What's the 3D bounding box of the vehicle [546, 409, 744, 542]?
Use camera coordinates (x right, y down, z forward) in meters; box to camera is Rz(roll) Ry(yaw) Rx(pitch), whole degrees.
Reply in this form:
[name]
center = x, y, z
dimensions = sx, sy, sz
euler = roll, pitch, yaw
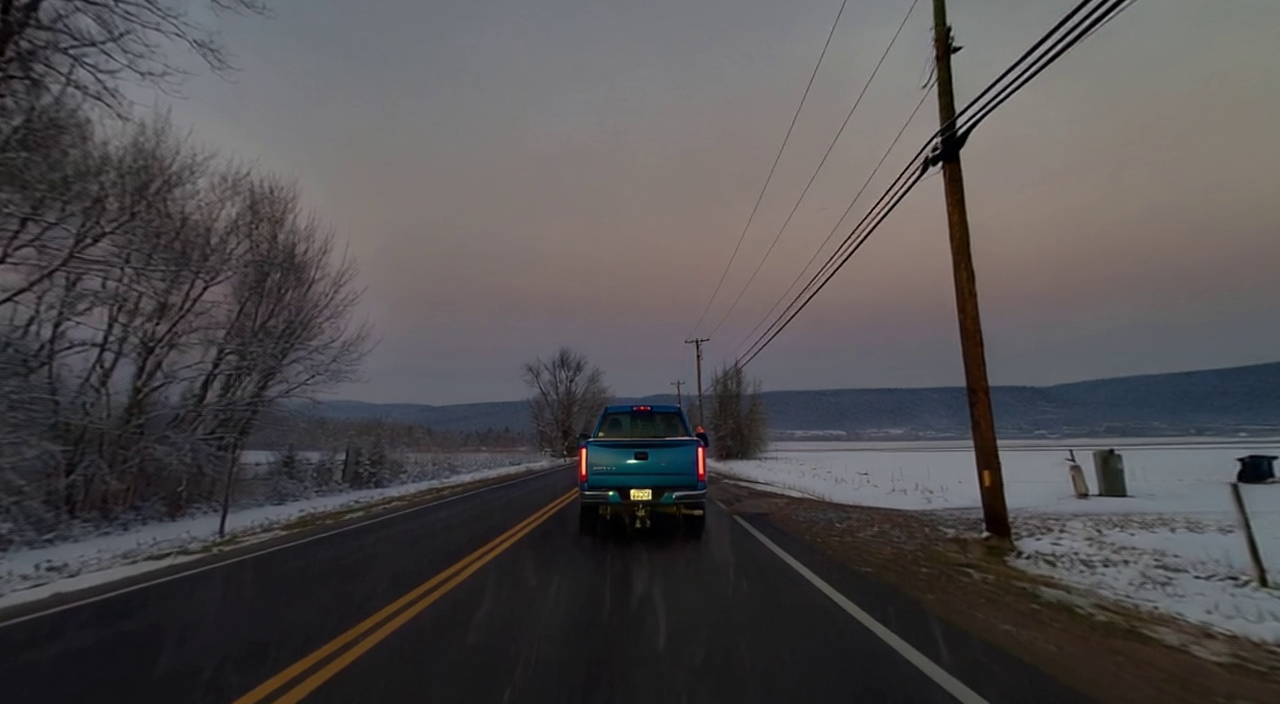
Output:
[vehicle]
center = 0.030, 2.173, 11.889
dimensions = 2.774, 1.861, 5.885
euler = 0, -8, -1
